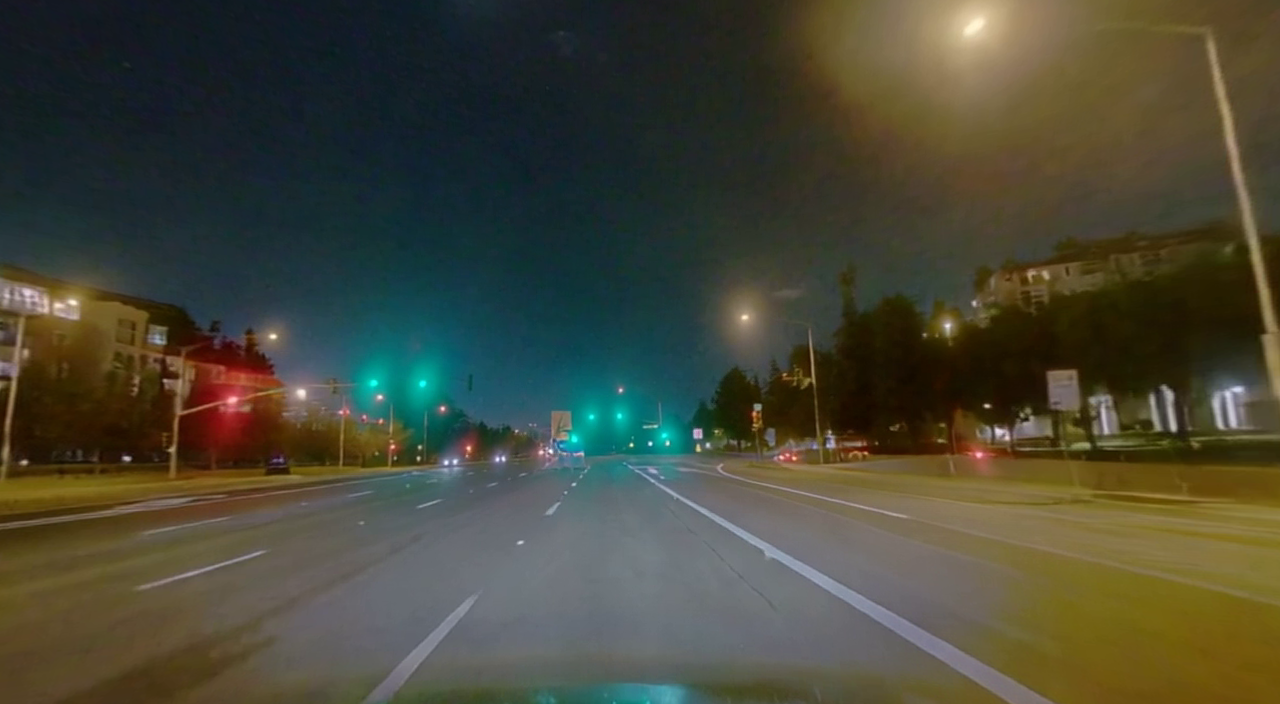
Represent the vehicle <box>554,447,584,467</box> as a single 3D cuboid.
[{"bbox_3d":[-5.535,8.208,49.656,2.073,1.445,4.151,0,-8,-2],"label":"vehicle"}]
